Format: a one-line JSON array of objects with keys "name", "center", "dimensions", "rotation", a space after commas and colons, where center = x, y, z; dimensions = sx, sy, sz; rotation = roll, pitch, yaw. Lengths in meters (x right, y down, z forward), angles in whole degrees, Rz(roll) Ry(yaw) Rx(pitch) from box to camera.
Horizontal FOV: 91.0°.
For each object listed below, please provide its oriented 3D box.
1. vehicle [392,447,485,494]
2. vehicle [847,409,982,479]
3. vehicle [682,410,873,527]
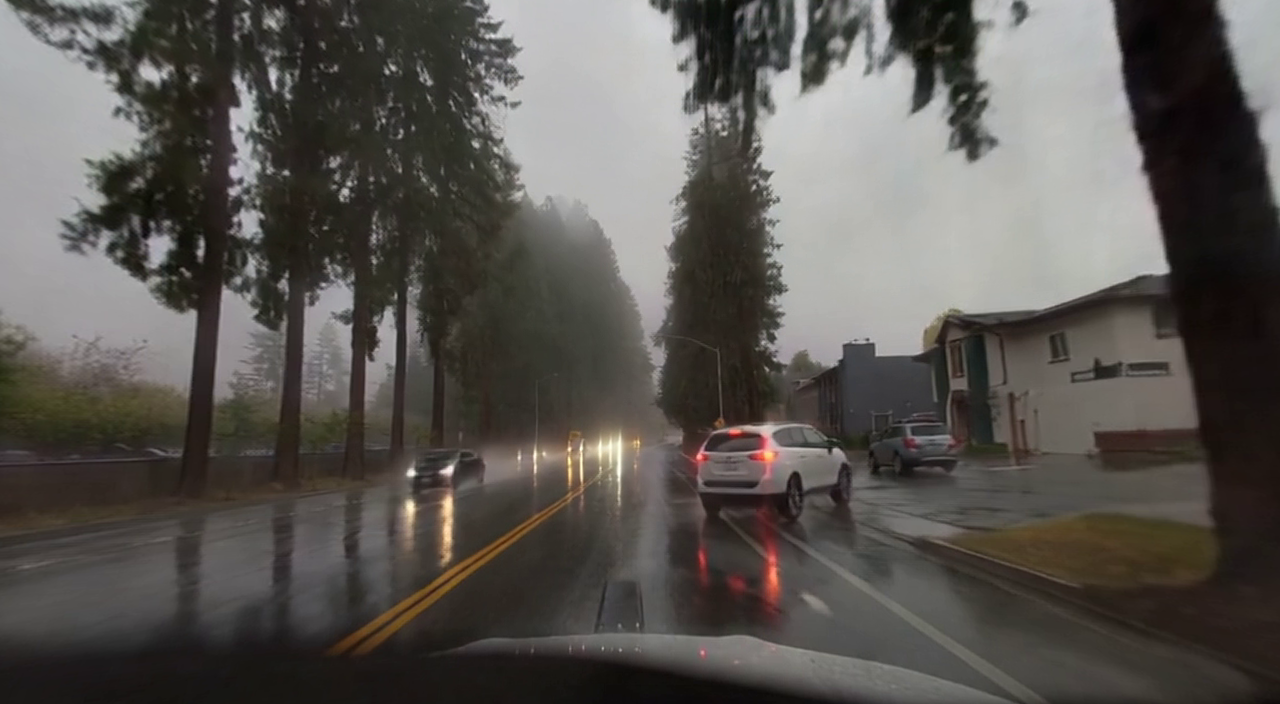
[{"name": "vehicle", "center": [-7.194, 4.240, 22.998], "dimensions": [1.894, 1.476, 4.429], "rotation": [-2, -8, 1]}, {"name": "vehicle", "center": [8.577, 3.007, 20.292], "dimensions": [2.007, 1.803, 4.835], "rotation": [-5, -9, -1]}, {"name": "vehicle", "center": [2.984, 2.253, 12.750], "dimensions": [2.268, 1.862, 4.724], "rotation": [-5, -10, 31]}]
